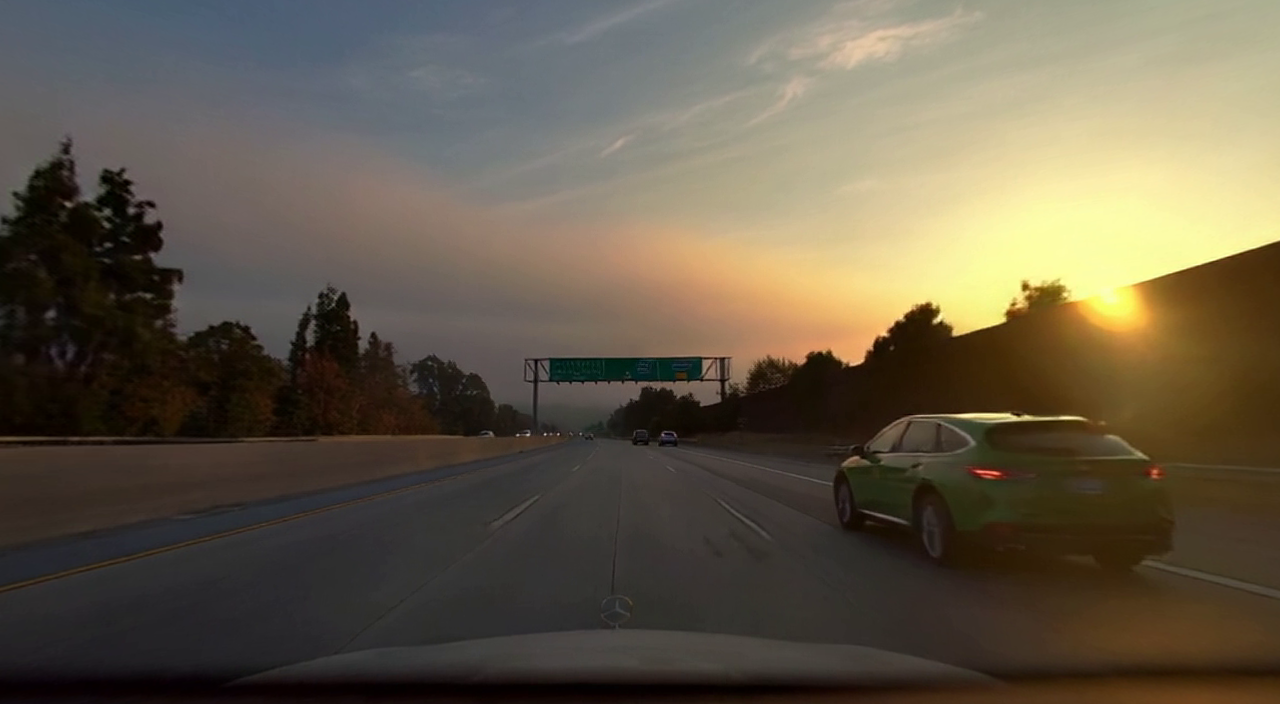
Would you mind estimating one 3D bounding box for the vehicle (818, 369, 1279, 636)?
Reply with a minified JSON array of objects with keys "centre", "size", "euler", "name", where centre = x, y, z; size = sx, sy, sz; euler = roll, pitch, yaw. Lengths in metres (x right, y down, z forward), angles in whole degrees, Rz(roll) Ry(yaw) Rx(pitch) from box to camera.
[{"centre":[3.459,1.229,6.133],"size":[2.107,1.642,4.331],"euler":[0,-8,-1],"name":"vehicle"}]
